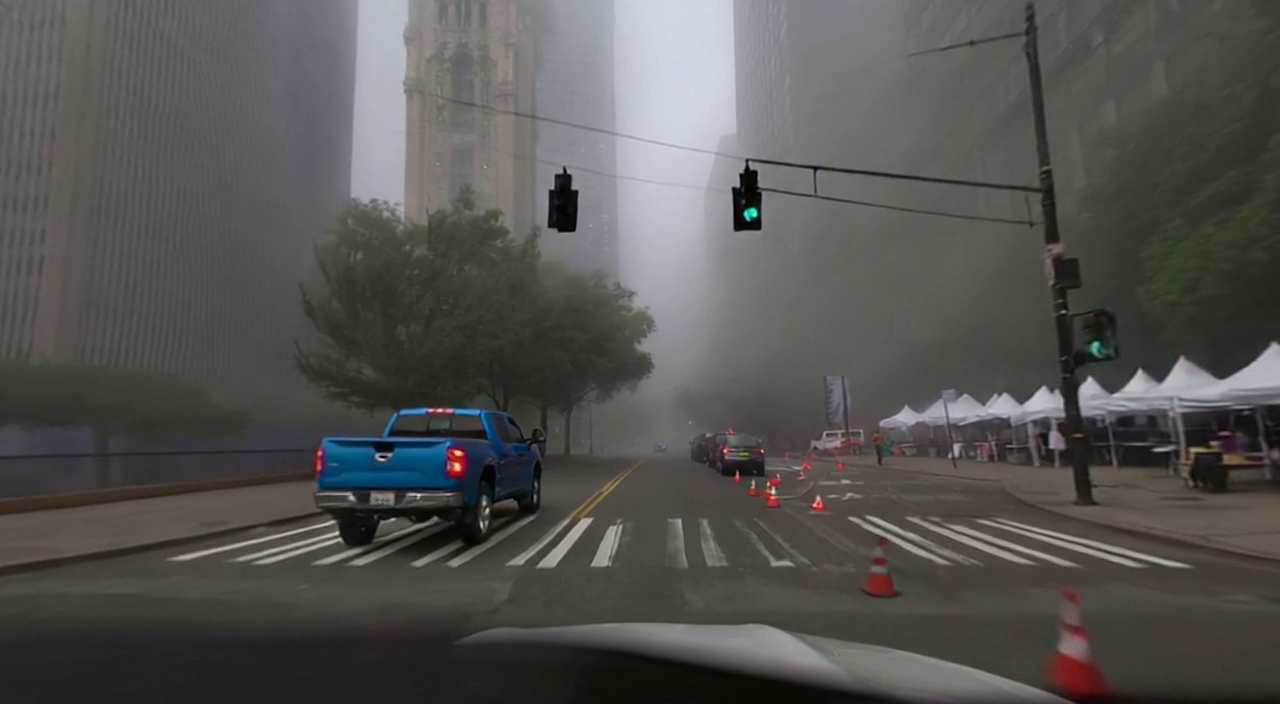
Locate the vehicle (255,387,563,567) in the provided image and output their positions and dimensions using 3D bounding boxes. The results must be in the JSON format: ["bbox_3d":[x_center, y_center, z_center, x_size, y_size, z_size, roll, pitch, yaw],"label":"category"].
[{"bbox_3d":[-2.895,1.780,9.805,2.452,1.954,5.653,-1,-8,2],"label":"vehicle"}]

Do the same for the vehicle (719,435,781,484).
[{"bbox_3d":[3.933,3.880,23.106,2.023,1.607,4.225,-1,-8,7],"label":"vehicle"}]
